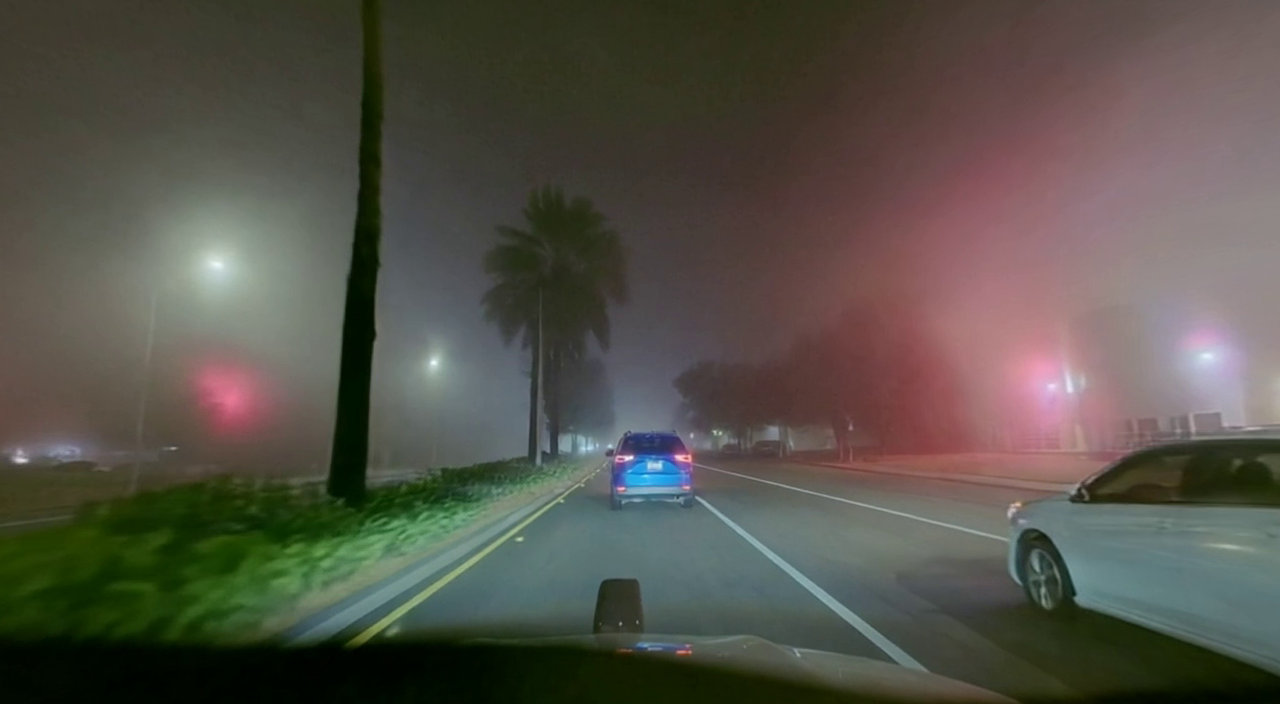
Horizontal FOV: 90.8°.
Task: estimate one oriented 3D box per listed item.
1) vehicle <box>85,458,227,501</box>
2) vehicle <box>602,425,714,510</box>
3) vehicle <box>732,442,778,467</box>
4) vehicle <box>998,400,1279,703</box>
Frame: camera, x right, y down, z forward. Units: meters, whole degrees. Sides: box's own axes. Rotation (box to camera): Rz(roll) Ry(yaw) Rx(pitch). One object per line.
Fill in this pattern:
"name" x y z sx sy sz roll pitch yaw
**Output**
"vehicle" -19.385 5.081 25.627 1.848 1.460 4.641 -1 -8 4
"vehicle" 0.284 2.633 14.861 2.239 1.693 4.301 0 -8 -2
"vehicle" 6.993 6.263 38.887 1.930 1.457 4.267 0 -8 -2
"vehicle" 3.827 0.934 2.682 1.941 1.472 4.570 0 -8 0
